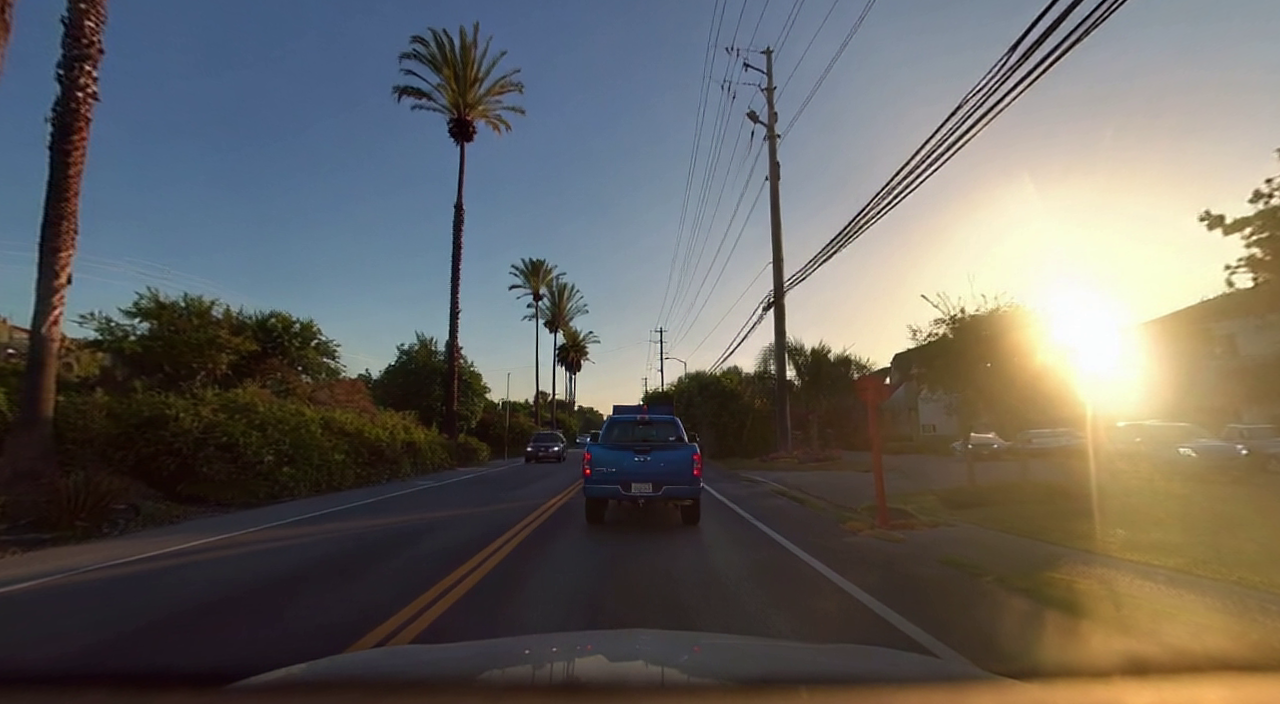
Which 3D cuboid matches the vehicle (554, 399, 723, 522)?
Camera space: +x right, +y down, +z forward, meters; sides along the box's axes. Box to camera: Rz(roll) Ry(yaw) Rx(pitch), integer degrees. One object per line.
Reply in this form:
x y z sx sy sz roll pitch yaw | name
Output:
-0.006 2.261 13.651 2.848 2.047 5.885 0 -8 0 | vehicle

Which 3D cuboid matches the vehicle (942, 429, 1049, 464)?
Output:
20.365 5.505 36.667 2.277 1.836 6.267 0 -9 -4 | vehicle

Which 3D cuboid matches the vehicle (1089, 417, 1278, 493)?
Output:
16.087 3.099 19.290 2.338 1.917 6.076 -3 -9 21 | vehicle

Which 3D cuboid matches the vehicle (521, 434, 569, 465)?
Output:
-5.868 6.106 39.604 2.271 1.798 5.412 0 -8 -1 | vehicle
